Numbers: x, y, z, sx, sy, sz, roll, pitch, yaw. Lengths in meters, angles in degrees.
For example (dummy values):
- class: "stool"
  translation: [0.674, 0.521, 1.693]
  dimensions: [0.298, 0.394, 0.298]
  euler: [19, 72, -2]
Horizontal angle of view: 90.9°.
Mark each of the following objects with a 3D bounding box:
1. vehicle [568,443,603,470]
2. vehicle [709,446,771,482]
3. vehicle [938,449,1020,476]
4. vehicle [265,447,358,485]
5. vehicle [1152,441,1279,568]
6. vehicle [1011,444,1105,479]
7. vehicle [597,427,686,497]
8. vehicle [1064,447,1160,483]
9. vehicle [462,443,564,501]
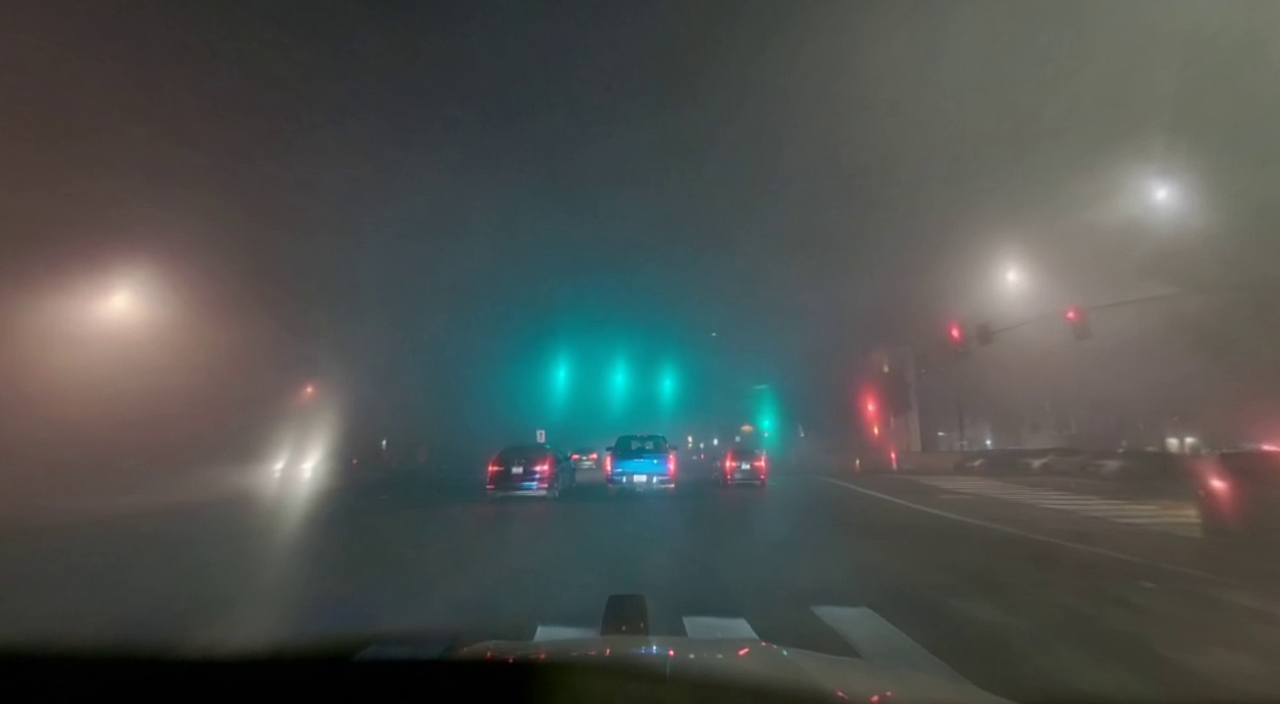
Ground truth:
- class: "vehicle"
  translation: [-3.614, 7.029, 42.686]
  dimensions: [2.018, 1.700, 4.142]
  euler: [0, -8, 0]
- class: "vehicle"
  translation: [4.360, 4.929, 28.141]
  dimensions: [1.968, 1.472, 4.456]
  euler: [0, -8, -1]
- class: "vehicle"
  translation: [19.944, 6.462, 37.044]
  dimensions: [4.417, 1.492, 1.943]
  euler: [4, -9, -26]
- class: "vehicle"
  translation: [-15.889, 5.490, 30.789]
  dimensions: [2.012, 1.674, 4.522]
  euler: [0, -8, 1]
- class: "vehicle"
  translation: [10.980, 2.436, 10.703]
  dimensions: [2.126, 1.820, 4.521]
  euler: [-3, -9, 21]
- class: "vehicle"
  translation: [23.103, 6.009, 34.817]
  dimensions: [4.786, 1.777, 2.248]
  euler: [4, -10, -28]
- class: "vehicle"
  translation: [0.054, 3.459, 20.226]
  dimensions: [2.493, 1.934, 4.957]
  euler: [0, -8, 0]
- class: "vehicle"
  translation: [23.674, 5.600, 31.578]
  dimensions: [4.705, 1.675, 1.890]
  euler: [4, -9, -28]
- class: "vehicle"
  translation: [-3.534, 3.408, 18.434]
  dimensions: [1.986, 1.465, 4.509]
  euler: [0, -8, 1]
